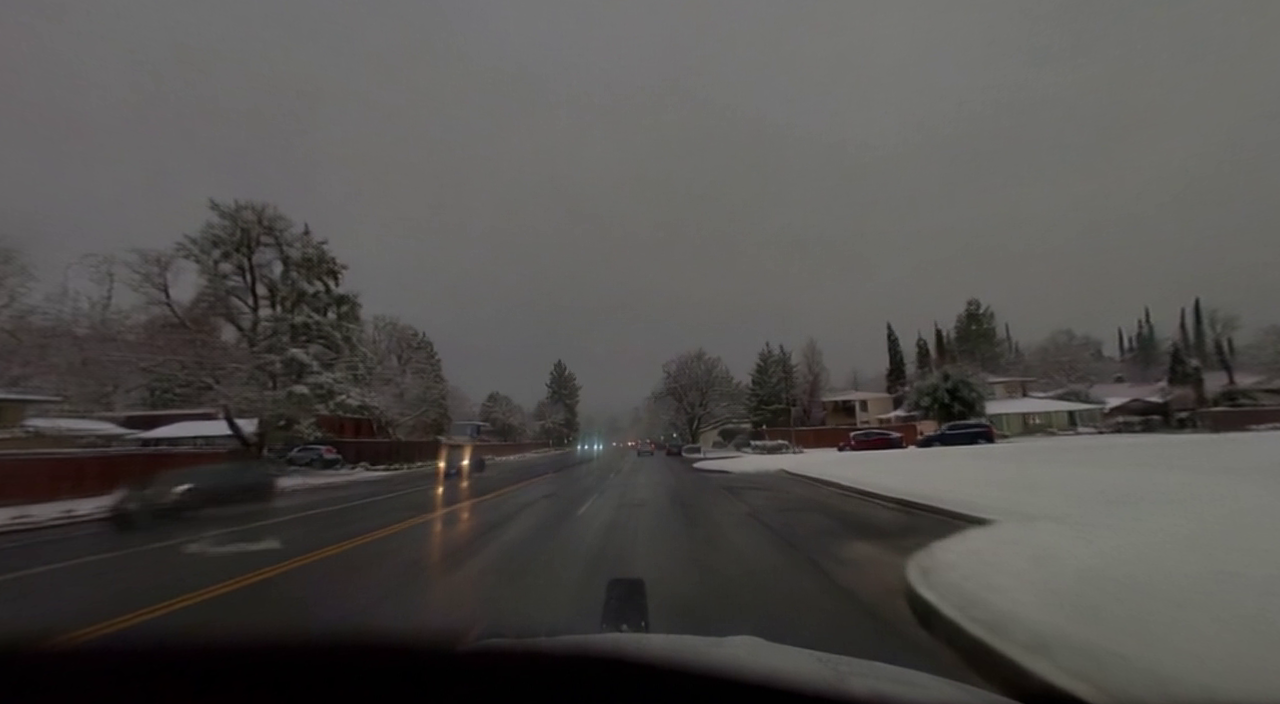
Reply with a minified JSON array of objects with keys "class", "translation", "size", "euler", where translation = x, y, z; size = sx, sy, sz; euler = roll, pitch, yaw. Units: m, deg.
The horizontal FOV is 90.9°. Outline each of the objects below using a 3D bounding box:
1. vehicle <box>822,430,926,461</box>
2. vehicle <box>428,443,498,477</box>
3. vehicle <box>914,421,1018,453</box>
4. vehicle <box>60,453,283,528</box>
[{"class":"vehicle","translation":[13.479,5.384,36.533],"size":[5.177,1.468,2.090],"euler":[-3,-6,3]},{"class":"vehicle","translation":[-8.518,5.235,30.837],"size":[1.961,1.518,4.846],"euler":[0,-8,1]},{"class":"vehicle","translation":[18.904,4.951,36.675],"size":[4.821,1.832,2.196],"euler":[0,-8,-2]},{"class":"vehicle","translation":[-11.290,3.315,15.734],"size":[2.026,1.519,4.534],"euler":[0,-8,1]}]
